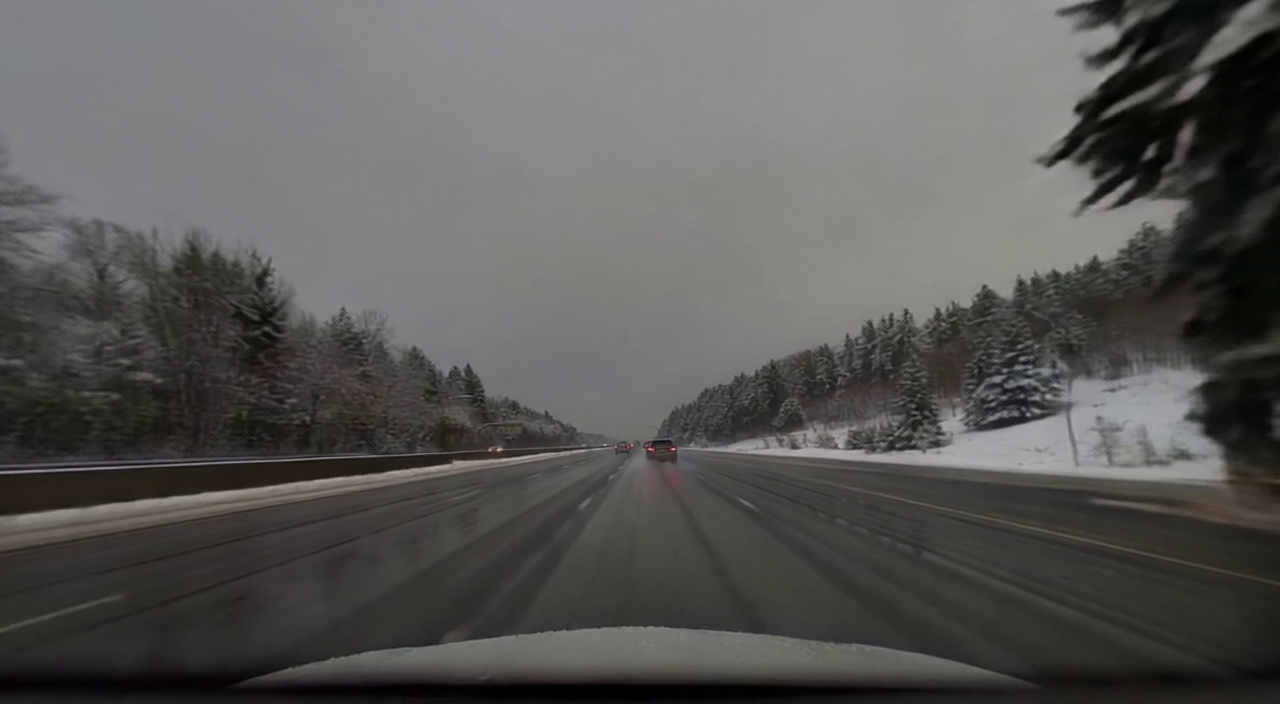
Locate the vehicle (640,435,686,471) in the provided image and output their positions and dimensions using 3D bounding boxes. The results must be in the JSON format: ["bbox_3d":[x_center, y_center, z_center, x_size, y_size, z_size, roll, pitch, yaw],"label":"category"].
[{"bbox_3d":[1.160,5.364,33.636,2.260,1.766,4.348,0,-8,0],"label":"vehicle"}]
